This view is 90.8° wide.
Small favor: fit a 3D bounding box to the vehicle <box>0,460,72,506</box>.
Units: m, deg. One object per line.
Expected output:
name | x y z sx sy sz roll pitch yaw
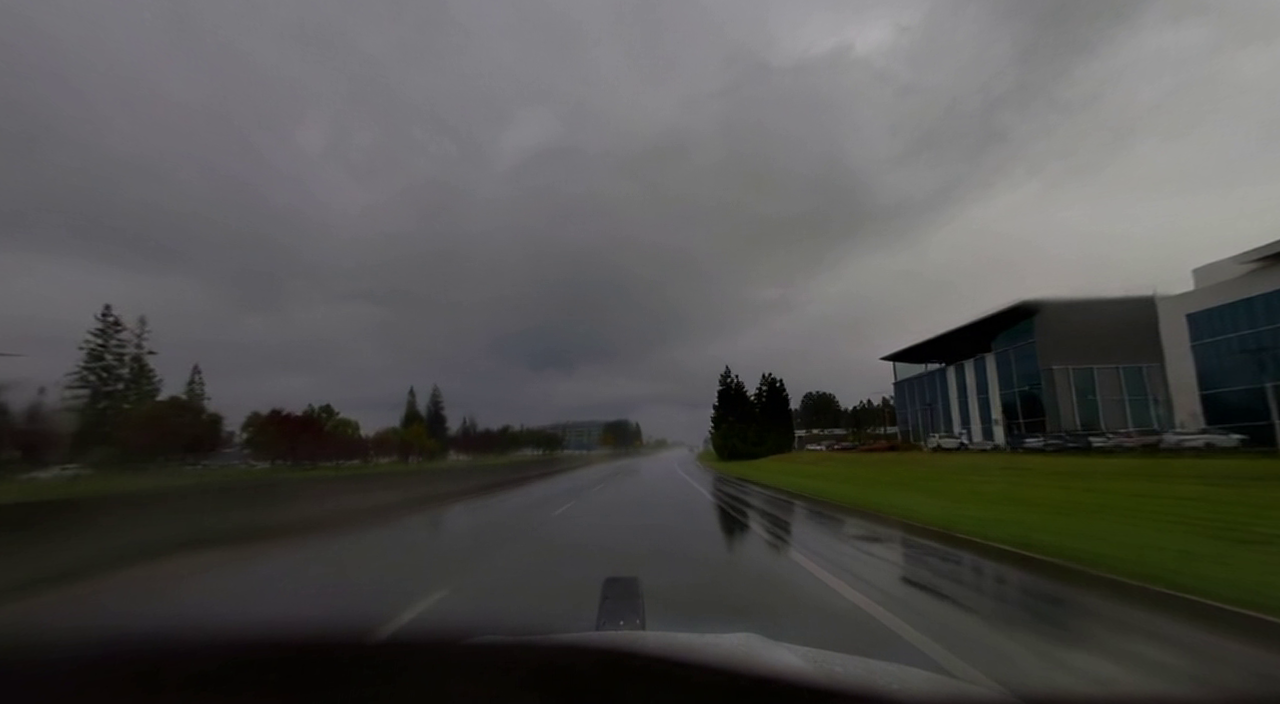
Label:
vehicle | -38.422 8.164 39.218 4.249 2.452 2.227 -6 -12 8
